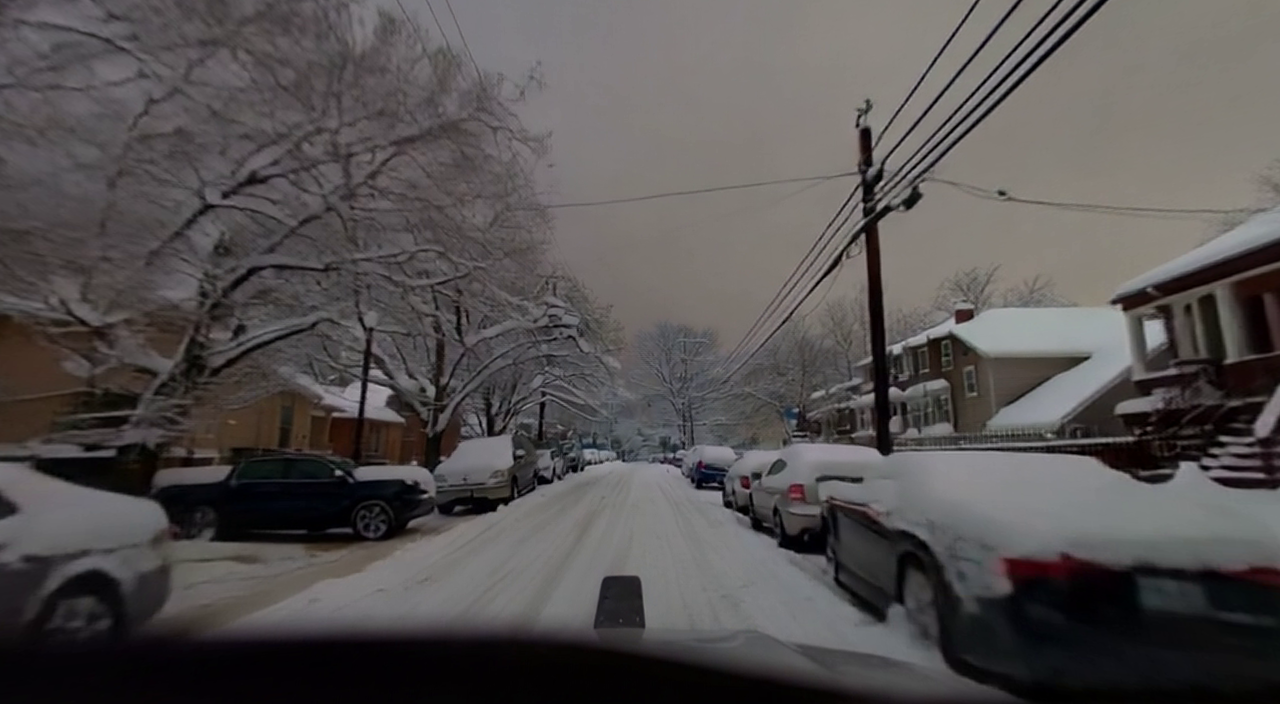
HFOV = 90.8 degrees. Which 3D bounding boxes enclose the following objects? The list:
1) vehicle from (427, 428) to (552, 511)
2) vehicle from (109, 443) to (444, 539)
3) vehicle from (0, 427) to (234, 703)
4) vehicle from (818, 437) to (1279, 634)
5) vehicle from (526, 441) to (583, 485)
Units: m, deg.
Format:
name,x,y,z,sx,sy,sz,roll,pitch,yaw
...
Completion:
name,x,y,z,sx,sy,sz,roll,pitch,yaw
vehicle,-3.974,3.198,17.779,2.280,1.953,5.092,0,-8,0
vehicle,-6.265,2.432,11.449,4.816,1.519,1.920,0,-8,-4
vehicle,-4.129,1.058,2.443,1.988,1.541,4.686,0,-8,0
vehicle,4.234,1.576,5.999,4.471,1.493,1.886,0,-8,-2
vehicle,-3.776,4.959,28.674,2.014,1.780,4.757,0,-8,-1
